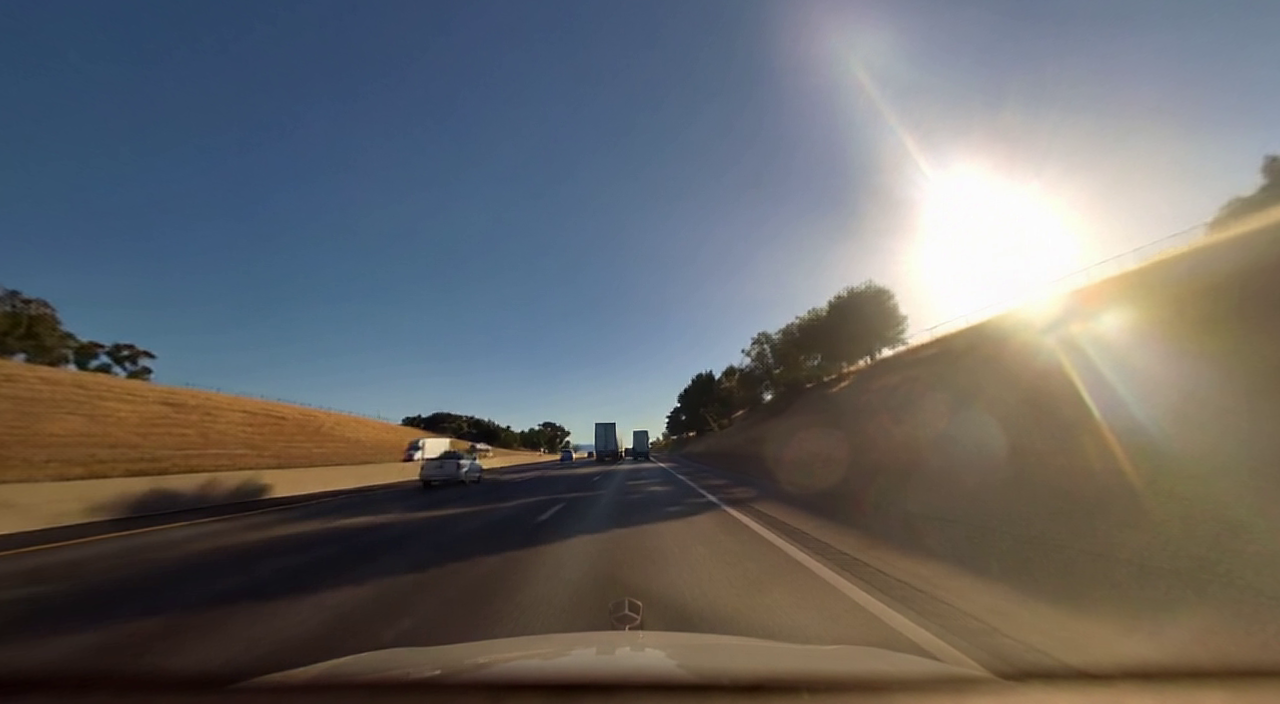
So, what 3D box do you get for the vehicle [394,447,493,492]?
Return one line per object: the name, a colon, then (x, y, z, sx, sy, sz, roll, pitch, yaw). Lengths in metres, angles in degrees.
vehicle: (-7.090, 4.294, 23.435, 2.036, 1.474, 5.011, 0, -9, 0)
